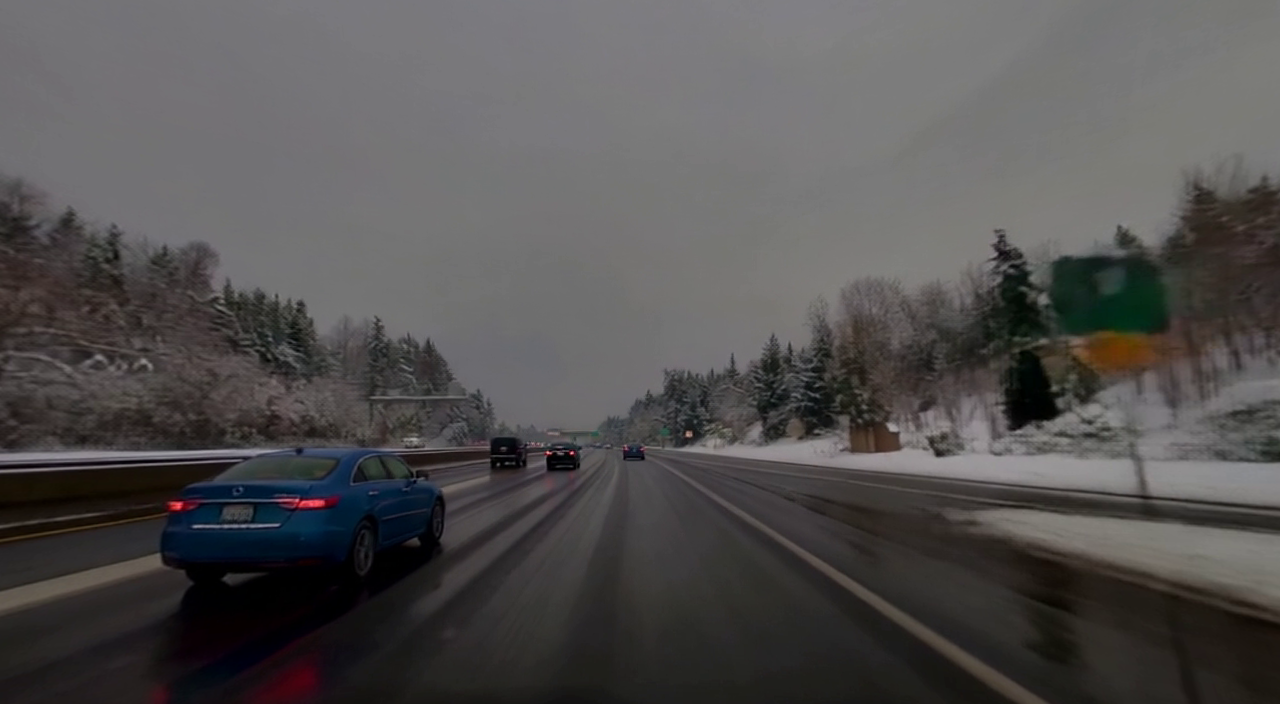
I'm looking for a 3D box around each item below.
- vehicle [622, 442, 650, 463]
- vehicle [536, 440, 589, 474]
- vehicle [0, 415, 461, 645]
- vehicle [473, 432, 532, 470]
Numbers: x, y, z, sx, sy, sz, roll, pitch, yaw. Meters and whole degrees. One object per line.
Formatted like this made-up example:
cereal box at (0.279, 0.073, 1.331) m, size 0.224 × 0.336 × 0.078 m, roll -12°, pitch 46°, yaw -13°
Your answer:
vehicle at (-0.364, 7.563, 47.645) m, size 2.018 × 1.508 × 4.087 m, roll 0°, pitch -8°, yaw -2°
vehicle at (-3.699, 5.093, 30.816) m, size 2.068 × 1.501 × 4.395 m, roll 0°, pitch -8°, yaw -1°
vehicle at (-3.474, 1.508, 6.454) m, size 2.025 × 1.506 × 4.429 m, roll 0°, pitch -8°, yaw 0°
vehicle at (-7.644, 5.576, 35.746) m, size 2.171 × 1.982 × 5.246 m, roll 0°, pitch -8°, yaw -1°
